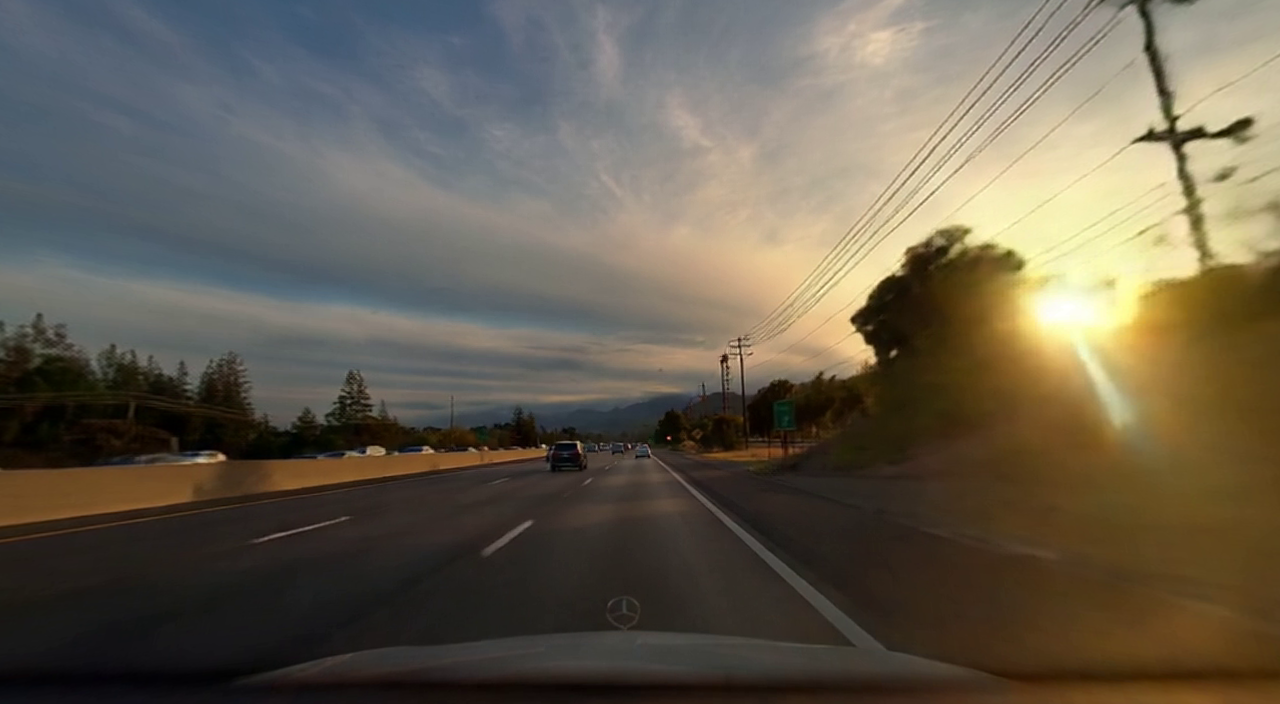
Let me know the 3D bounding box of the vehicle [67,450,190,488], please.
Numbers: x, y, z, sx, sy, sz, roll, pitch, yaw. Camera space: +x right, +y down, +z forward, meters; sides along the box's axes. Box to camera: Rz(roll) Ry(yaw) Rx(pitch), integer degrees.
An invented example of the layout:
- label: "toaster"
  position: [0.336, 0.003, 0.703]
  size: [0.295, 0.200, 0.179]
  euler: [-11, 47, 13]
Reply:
- label: "vehicle"
  position: [-24.326, 5.557, 30.190]
  size: [2.039, 1.653, 4.519]
  euler: [0, -9, 1]

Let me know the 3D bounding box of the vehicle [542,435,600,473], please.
- label: "vehicle"
  position: [-3.685, 5.626, 34.970]
  size: [2.577, 1.939, 5.408]
  euler: [0, -9, 0]
